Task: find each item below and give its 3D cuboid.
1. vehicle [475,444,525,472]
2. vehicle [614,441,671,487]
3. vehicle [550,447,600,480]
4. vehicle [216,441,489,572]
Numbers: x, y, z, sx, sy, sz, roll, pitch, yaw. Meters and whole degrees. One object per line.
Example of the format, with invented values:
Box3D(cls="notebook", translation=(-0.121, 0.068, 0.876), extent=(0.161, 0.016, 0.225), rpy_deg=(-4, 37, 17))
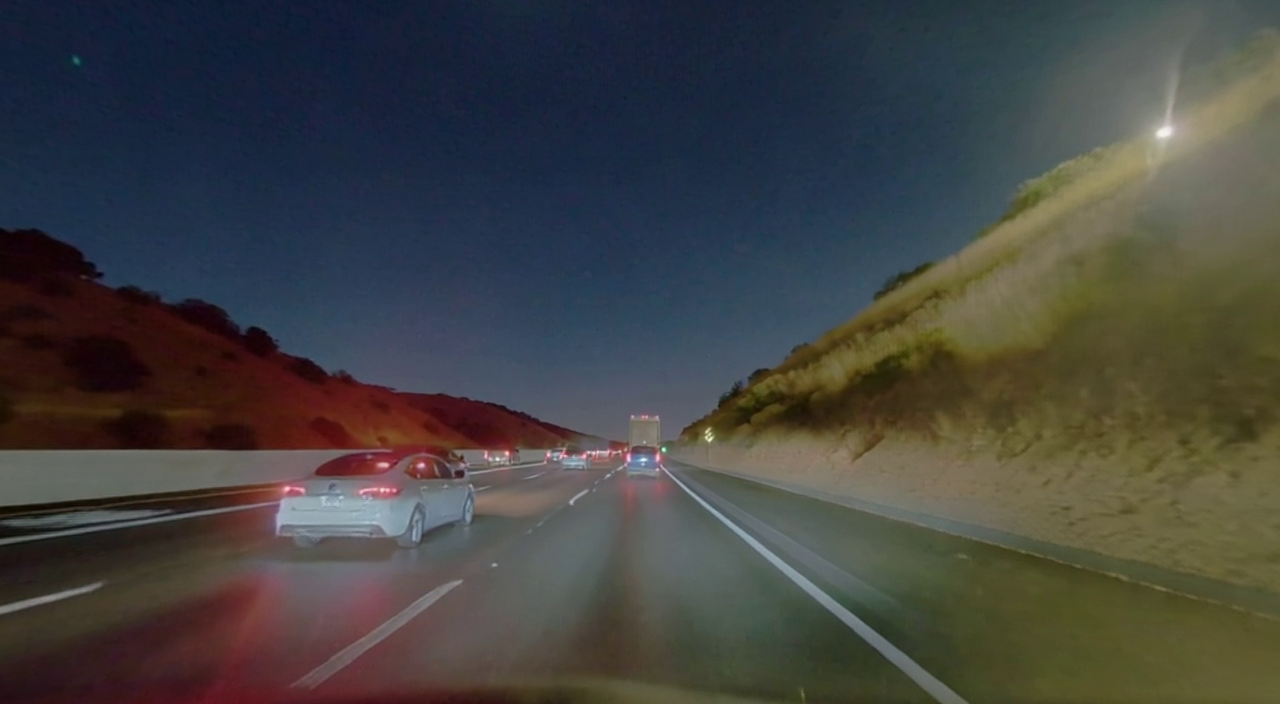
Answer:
Box3D(cls="vehicle", translation=(-10.941, 8.331, 49.804), extent=(2.421, 2.025, 6.236), rpy_deg=(0, -9, 1))
Box3D(cls="vehicle", translation=(0.107, 4.818, 27.494), extent=(2.281, 1.795, 4.297), rpy_deg=(1, -9, 0))
Box3D(cls="vehicle", translation=(-3.494, 6.075, 34.621), extent=(2.155, 1.661, 4.477), rpy_deg=(0, -9, 1))
Box3D(cls="vehicle", translation=(-3.883, 2.141, 9.610), extent=(1.943, 1.468, 4.547), rpy_deg=(0, -9, 1))
